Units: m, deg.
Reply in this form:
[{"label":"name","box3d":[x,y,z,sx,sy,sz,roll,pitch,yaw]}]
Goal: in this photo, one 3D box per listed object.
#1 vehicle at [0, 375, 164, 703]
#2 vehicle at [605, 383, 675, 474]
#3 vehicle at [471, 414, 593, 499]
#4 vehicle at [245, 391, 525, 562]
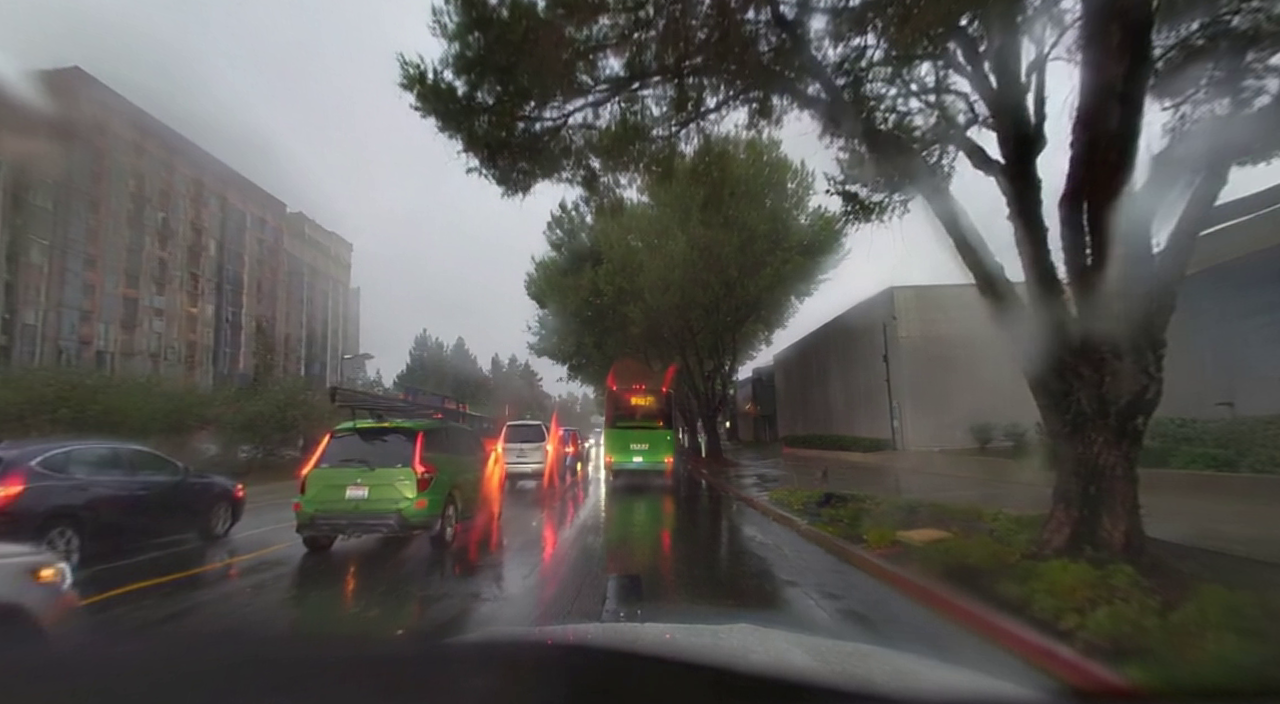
[{"label":"vehicle","box3d":[-3.300,0.647,0.683,2.042,1.571,4.475,0,-9,0]},{"label":"vehicle","box3d":[0.021,4.180,33.083,2.970,3.857,12.200,0,-9,0]},{"label":"vehicle","box3d":[-2.981,3.103,19.099,2.546,2.125,5.869,0,-9,1]},{"label":"vehicle","box3d":[-3.318,1.779,9.657,2.095,1.892,5.043,0,-9,1]}]
